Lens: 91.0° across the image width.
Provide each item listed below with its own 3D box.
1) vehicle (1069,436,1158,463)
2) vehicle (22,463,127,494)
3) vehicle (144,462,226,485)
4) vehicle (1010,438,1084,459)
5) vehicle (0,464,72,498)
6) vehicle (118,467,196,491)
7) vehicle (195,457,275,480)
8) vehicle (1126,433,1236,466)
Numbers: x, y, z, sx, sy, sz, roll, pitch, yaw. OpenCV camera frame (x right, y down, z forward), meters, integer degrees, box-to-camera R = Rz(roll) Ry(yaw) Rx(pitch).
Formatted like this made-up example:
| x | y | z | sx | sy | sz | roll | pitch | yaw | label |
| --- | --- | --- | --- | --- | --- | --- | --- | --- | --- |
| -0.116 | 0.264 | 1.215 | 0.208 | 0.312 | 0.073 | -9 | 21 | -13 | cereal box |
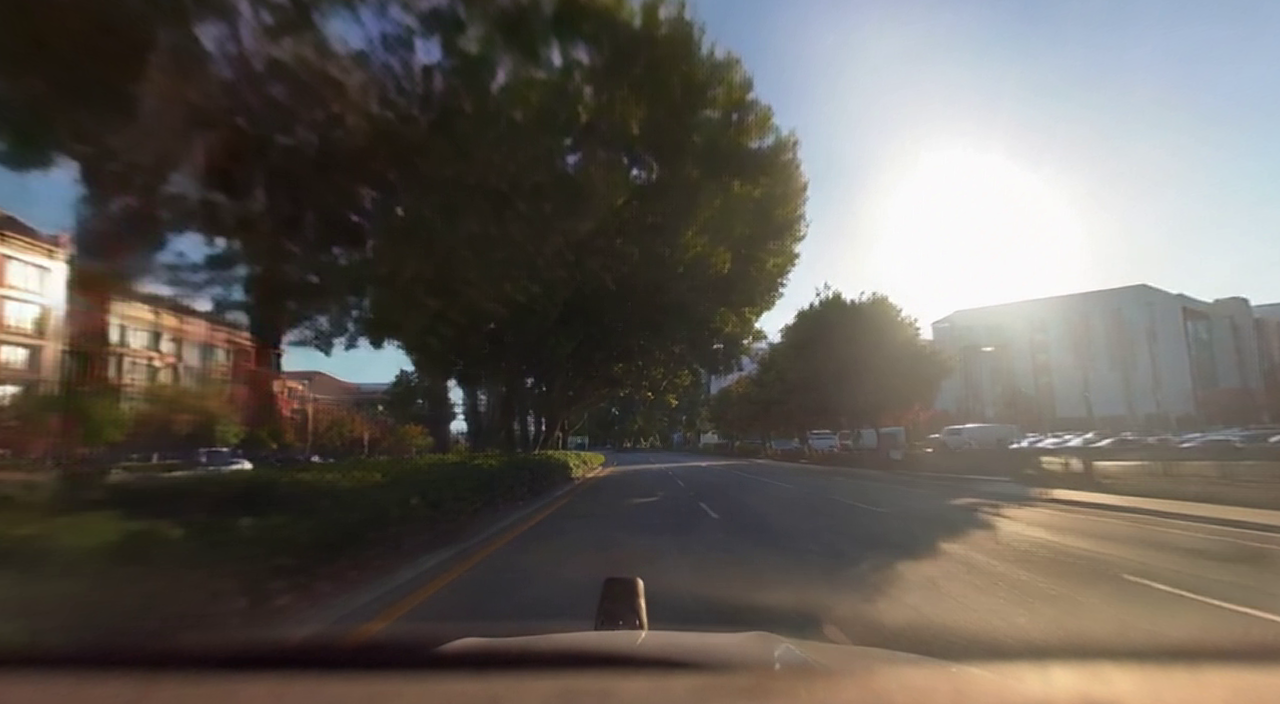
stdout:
| x | y | z | sx | sy | sz | roll | pitch | yaw | label |
| --- | --- | --- | --- | --- | --- | --- | --- | --- | --- |
| 31.988 | 6.567 | 42.580 | 4.301 | 1.760 | 2.057 | 0 | -8 | -1 | vehicle |
| -29.456 | 6.579 | 32.868 | 3.418 | 1.373 | 2.115 | -1 | -8 | 0 | vehicle |
| -29.400 | 7.853 | 40.742 | 3.739 | 1.432 | 1.902 | 0 | -9 | -1 | vehicle |
| 31.103 | 7.389 | 48.186 | 4.211 | 1.574 | 1.973 | -1 | -8 | 5 | vehicle |
| -29.724 | 6.103 | 29.888 | 3.506 | 1.452 | 2.035 | 0 | -9 | 1 | vehicle |
| -29.325 | 7.714 | 38.293 | 3.322 | 1.358 | 1.617 | 0 | -9 | -2 | vehicle |
| -29.578 | 8.489 | 46.028 | 4.350 | 1.512 | 2.145 | 0 | -8 | -2 | vehicle |
| 31.850 | 5.749 | 37.138 | 4.525 | 1.834 | 2.118 | 0 | -8 | -3 | vehicle |
